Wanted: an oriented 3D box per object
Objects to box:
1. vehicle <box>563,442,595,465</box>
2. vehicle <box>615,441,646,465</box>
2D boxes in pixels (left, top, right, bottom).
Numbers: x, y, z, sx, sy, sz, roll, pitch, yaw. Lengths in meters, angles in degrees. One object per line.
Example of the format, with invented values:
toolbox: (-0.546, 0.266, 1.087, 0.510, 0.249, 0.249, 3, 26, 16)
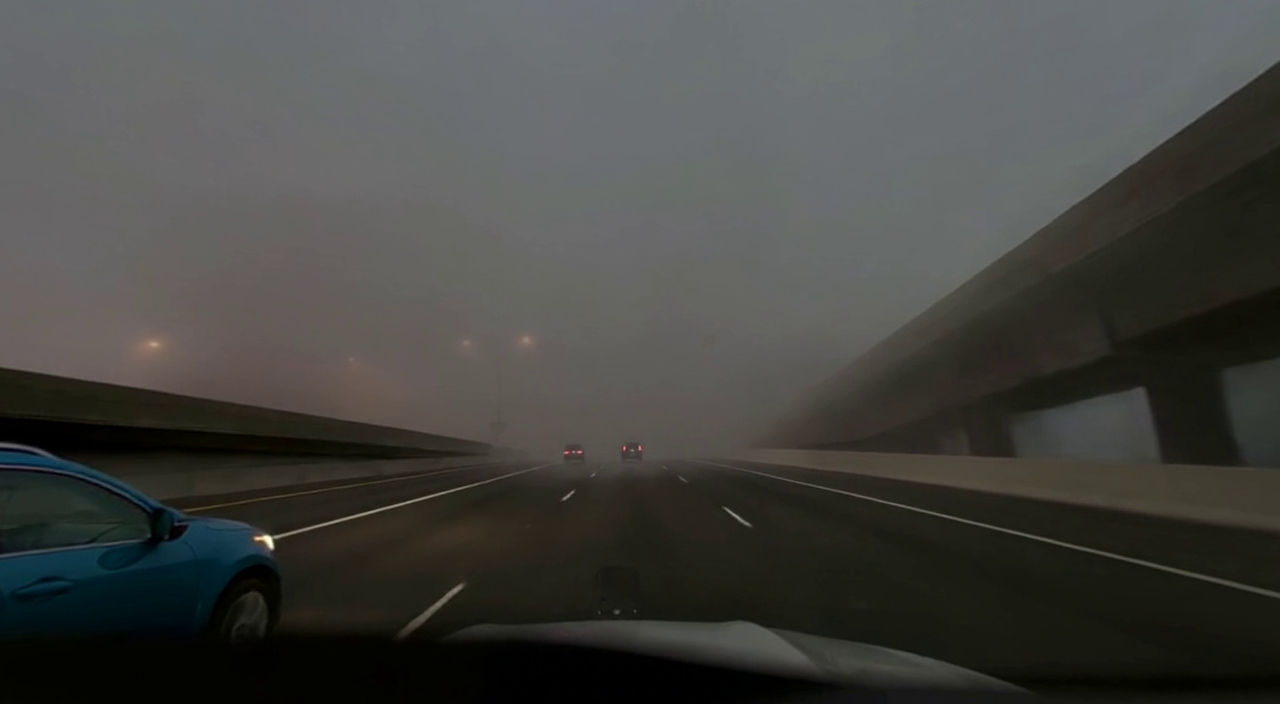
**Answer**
vehicle: (-4.487, 7.495, 46.839, 2.000, 1.646, 4.201, 0, -8, -1)
vehicle: (-0.692, 7.241, 45.480, 2.132, 1.657, 3.967, 0, -8, -2)
